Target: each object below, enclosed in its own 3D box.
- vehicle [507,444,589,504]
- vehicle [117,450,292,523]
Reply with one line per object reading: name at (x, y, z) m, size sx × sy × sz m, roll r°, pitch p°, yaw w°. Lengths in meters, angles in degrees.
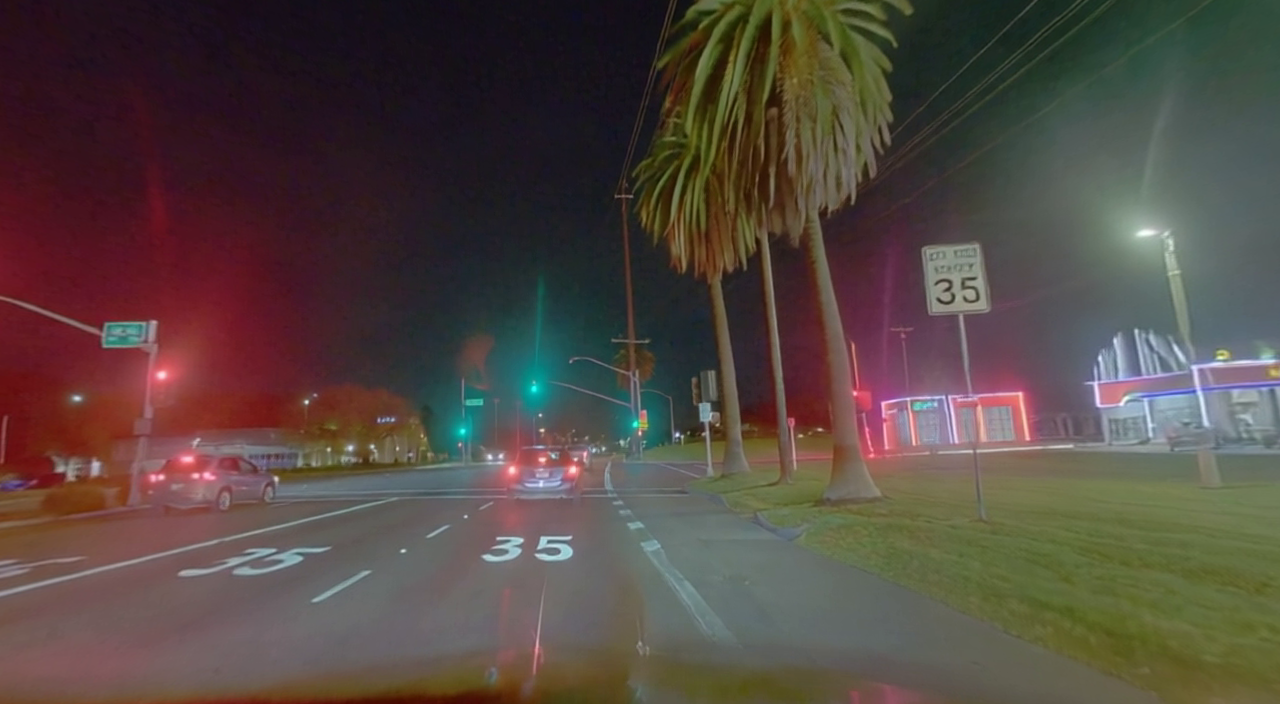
vehicle at (-2.565, 3.466, 18.337) m, size 2.063 × 1.474 × 4.334 m, roll 0°, pitch -9°, yaw -6°
vehicle at (-12.459, 3.827, 18.575) m, size 2.050 × 1.811 × 4.752 m, roll 0°, pitch -9°, yaw -5°
